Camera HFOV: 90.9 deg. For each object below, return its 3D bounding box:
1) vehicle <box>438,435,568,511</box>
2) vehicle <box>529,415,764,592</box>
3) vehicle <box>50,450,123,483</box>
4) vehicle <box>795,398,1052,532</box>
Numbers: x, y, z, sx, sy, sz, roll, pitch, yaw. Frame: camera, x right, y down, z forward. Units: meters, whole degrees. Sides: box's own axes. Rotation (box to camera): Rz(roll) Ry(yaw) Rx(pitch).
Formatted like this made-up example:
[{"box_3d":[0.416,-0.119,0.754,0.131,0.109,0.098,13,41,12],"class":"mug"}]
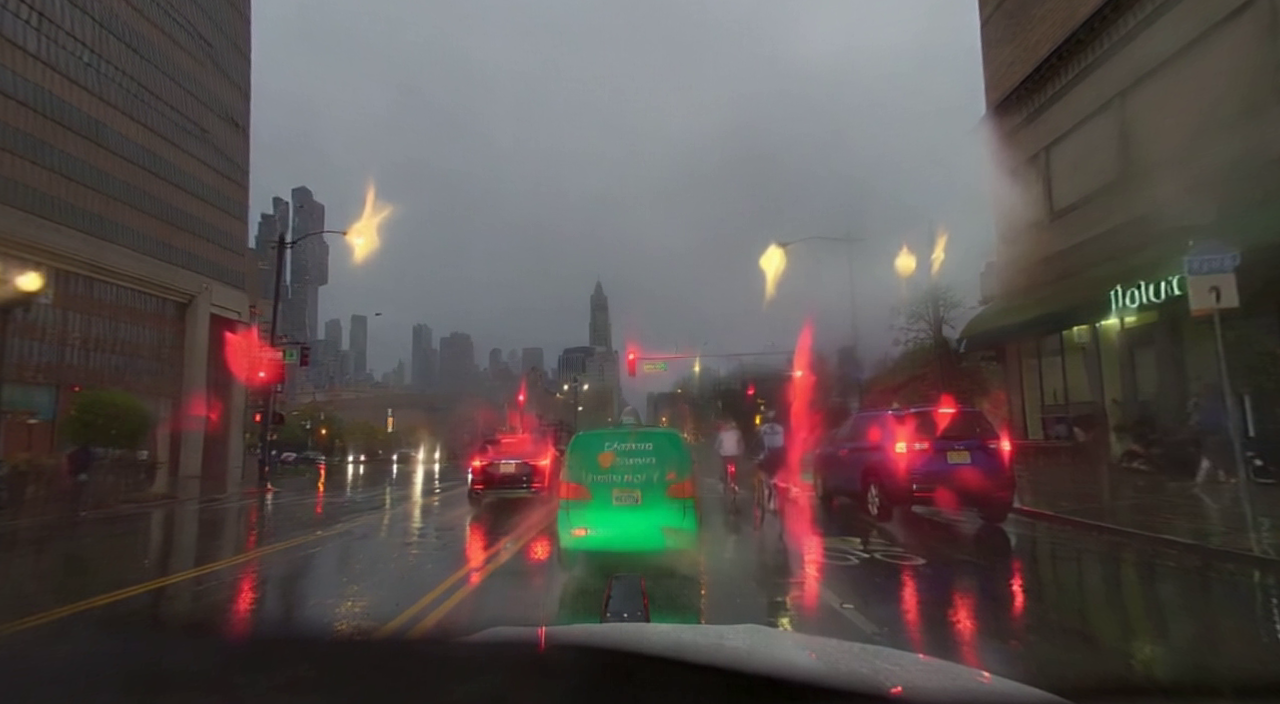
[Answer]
[{"box_3d":[-2.943,2.712,14.634,2.039,1.452,4.489,0,-9,0],"class":"vehicle"},{"box_3d":[0.032,1.657,7.711,2.091,1.557,4.000,0,-9,-1],"class":"vehicle"},{"box_3d":[-31.816,6.558,36.375,2.264,1.722,4.721,5,-10,-31],"class":"vehicle"},{"box_3d":[4.513,1.916,11.138,2.142,1.829,4.767,0,-9,-2],"class":"vehicle"}]
